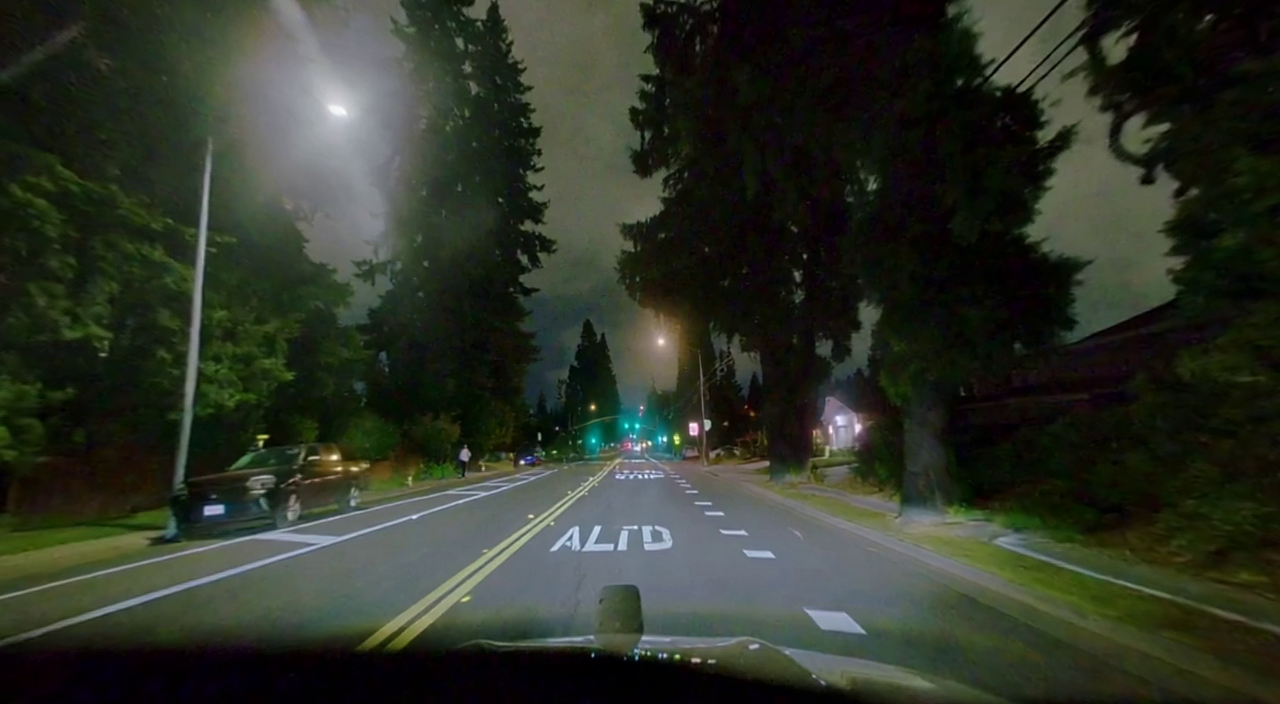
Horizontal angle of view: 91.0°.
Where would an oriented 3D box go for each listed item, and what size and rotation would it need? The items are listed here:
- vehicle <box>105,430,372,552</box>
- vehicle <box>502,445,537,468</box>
[{"bbox_3d":[-7.292,2.493,12.254,2.063,1.756,4.792,-4,-8,0],"label":"vehicle"},{"bbox_3d":[-9.410,8.197,49.564,1.998,1.684,4.180,0,-9,-1],"label":"vehicle"}]
